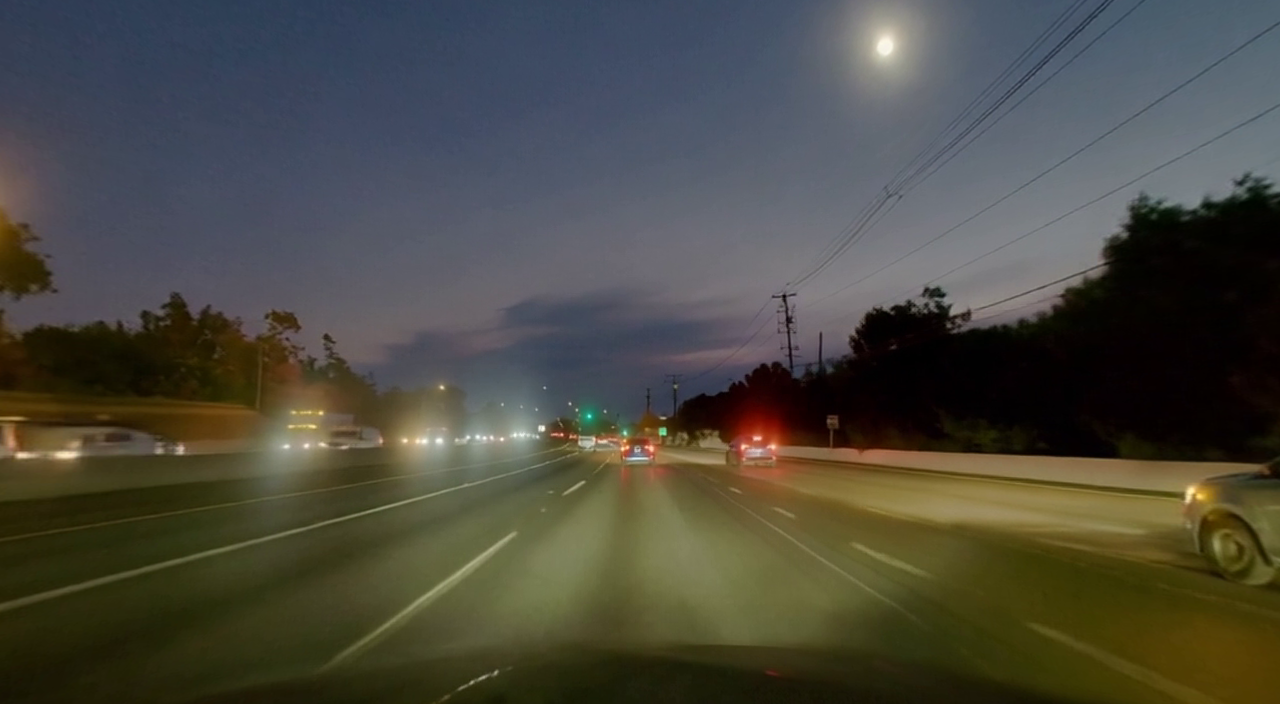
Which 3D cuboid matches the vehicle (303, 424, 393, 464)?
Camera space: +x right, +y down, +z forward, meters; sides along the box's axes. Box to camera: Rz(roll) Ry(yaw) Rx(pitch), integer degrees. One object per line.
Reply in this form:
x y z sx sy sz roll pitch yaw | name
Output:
-16.344 5.231 35.736 2.339 2.062 5.804 0 -8 0 | vehicle

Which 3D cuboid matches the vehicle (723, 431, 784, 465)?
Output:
6.056 5.208 34.336 2.099 1.720 4.829 1 -9 -4 | vehicle

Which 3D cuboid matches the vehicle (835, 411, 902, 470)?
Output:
11.523 4.490 31.994 2.162 2.775 2.707 0 -8 -3 | vehicle

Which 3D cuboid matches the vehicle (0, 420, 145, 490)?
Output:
-16.022 2.685 16.559 2.055 1.611 4.851 0 -8 0 | vehicle

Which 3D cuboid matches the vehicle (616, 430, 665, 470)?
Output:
-0.035 4.686 30.324 2.192 1.769 4.287 0 -8 -2 | vehicle
